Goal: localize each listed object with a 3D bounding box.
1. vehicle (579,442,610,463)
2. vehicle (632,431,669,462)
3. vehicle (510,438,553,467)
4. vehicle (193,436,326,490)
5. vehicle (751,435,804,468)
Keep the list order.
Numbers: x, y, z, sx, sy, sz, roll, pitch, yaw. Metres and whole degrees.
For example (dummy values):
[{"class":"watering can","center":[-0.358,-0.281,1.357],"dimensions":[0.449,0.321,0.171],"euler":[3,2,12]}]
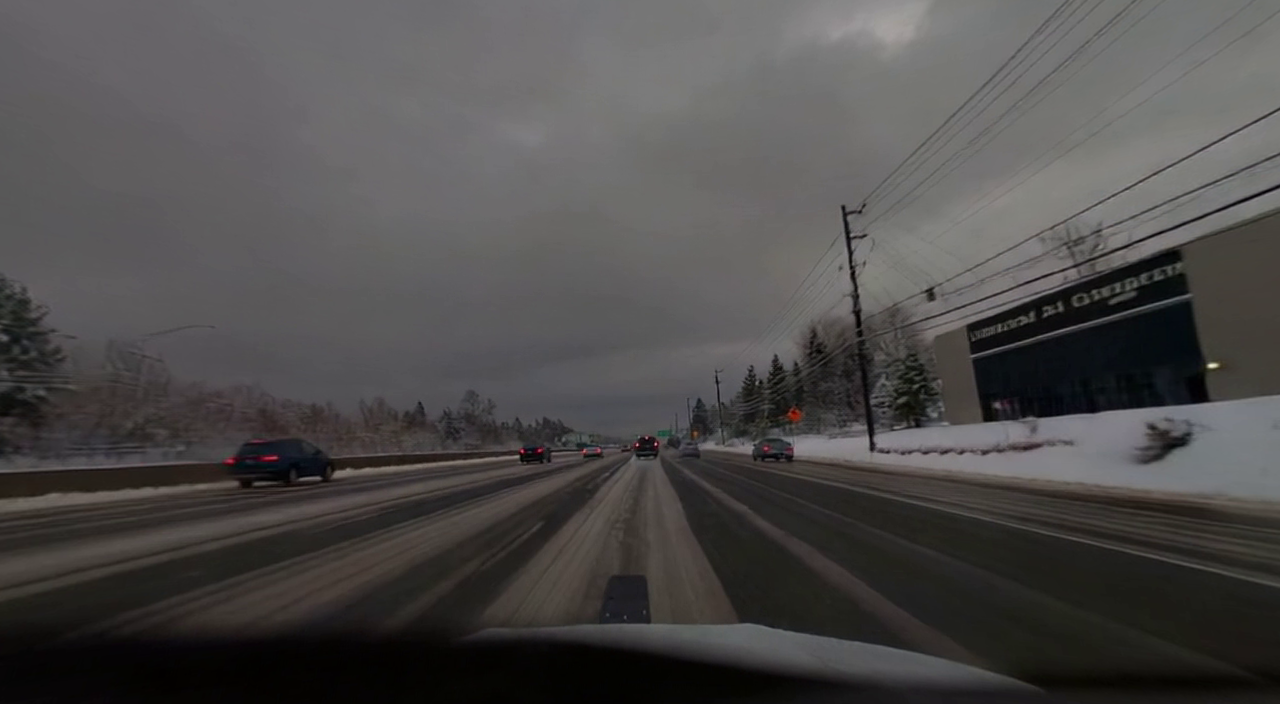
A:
[{"class":"vehicle","center":[-3.390,7.572,47.559],"dimensions":[1.979,1.469,4.378],"euler":[0,-8,1]},{"class":"vehicle","center":[0.751,7.274,48.455],"dimensions":[2.622,2.208,5.320],"euler":[0,-8,0]},{"class":"vehicle","center":[-7.060,6.576,41.393],"dimensions":[2.007,1.732,4.395],"euler":[0,-8,1]},{"class":"vehicle","center":[-14.533,4.205,24.503],"dimensions":[2.149,1.846,4.713],"euler":[-1,-8,1]},{"class":"vehicle","center":[7.673,5.588,35.600],"dimensions":[1.937,1.698,4.322],"euler":[0,-8,-1]}]
